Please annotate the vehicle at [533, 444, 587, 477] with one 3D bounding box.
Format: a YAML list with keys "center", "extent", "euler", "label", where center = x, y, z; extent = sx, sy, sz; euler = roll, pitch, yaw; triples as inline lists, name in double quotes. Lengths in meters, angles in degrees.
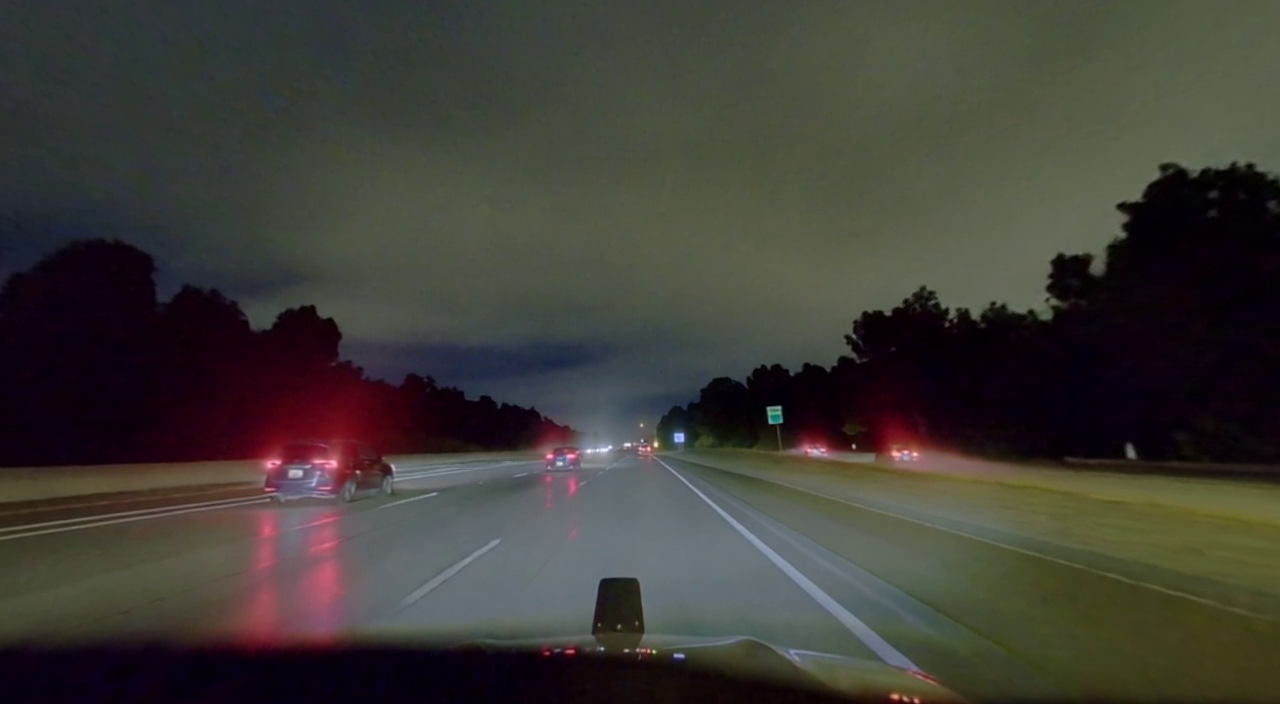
- center: [-4.006, 5.519, 32.322]
  extent: [2.104, 1.558, 4.639]
  euler: [0, -9, 1]
  label: "vehicle"

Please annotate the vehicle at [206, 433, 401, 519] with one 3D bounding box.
- center: [-7.222, 2.681, 14.144]
  extent: [2.007, 1.616, 4.141]
  euler: [0, -9, 1]
  label: "vehicle"
